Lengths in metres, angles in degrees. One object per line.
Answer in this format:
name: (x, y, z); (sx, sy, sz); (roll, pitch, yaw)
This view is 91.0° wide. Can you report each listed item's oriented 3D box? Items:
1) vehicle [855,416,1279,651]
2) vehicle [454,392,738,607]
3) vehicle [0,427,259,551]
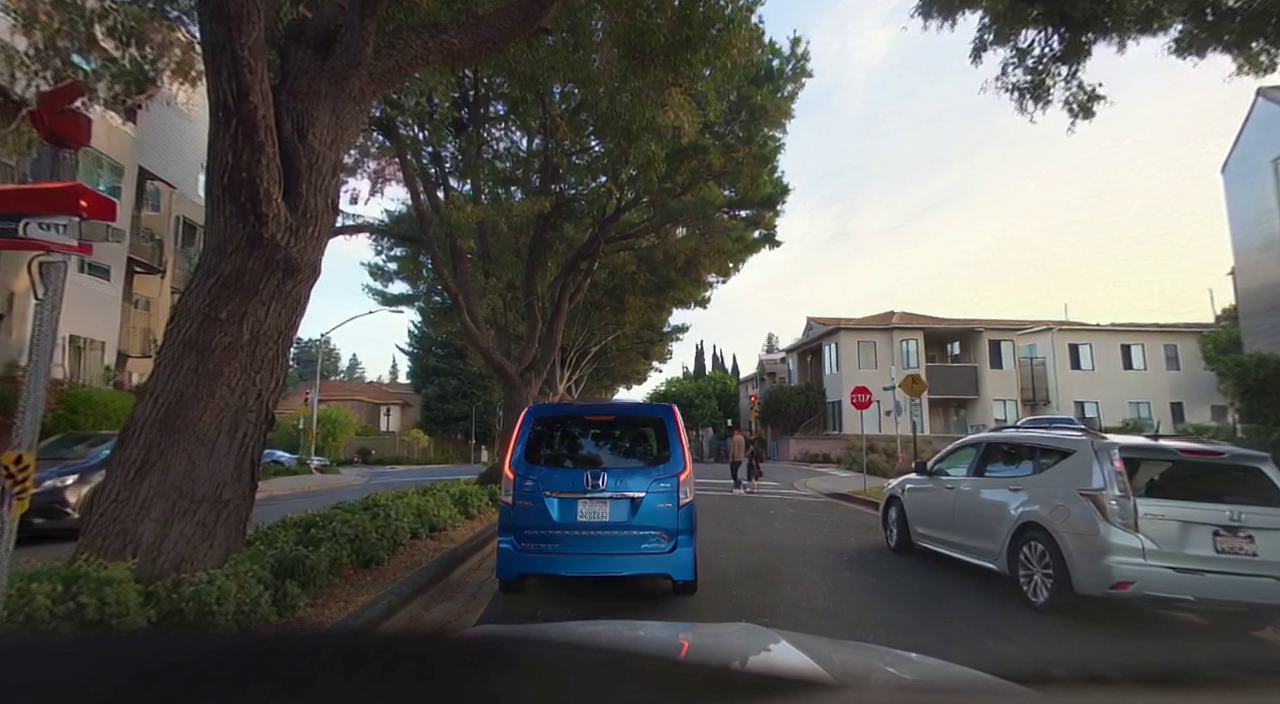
vehicle: (4.218, 1.674, 6.904); (1.959, 1.581, 4.731); (4, -9, -2)
vehicle: (-0.379, 1.586, 7.702); (2.377, 1.787, 4.652); (0, -8, 0)
vehicle: (-8.292, 2.010, 10.051); (1.825, 1.532, 4.083); (-3, -7, 2)
